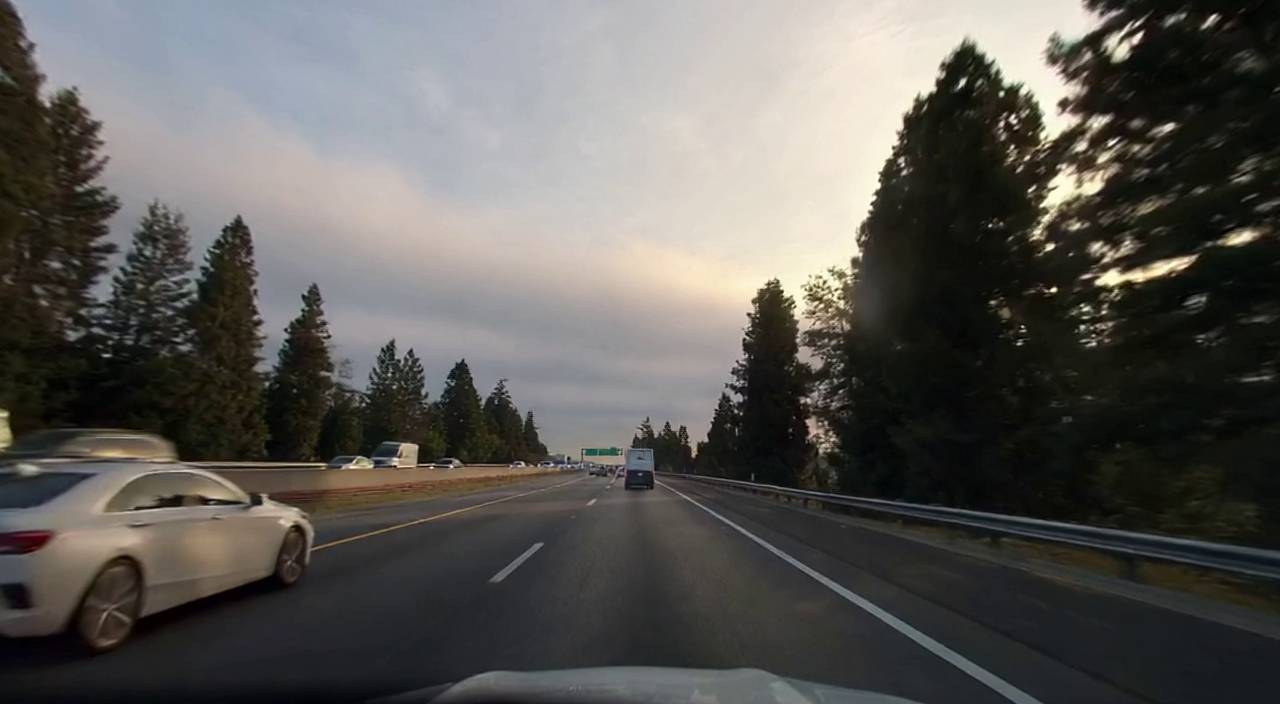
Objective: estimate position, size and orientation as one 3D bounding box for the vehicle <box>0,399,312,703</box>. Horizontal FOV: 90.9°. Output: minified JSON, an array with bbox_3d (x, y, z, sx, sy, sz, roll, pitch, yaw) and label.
[{"bbox_3d":[-4.262,1.212,4.091,2.100,1.605,3.883,1,-11,0],"label":"vehicle"}]

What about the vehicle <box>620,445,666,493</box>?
[{"bbox_3d":[0.151,6.884,37.179,2.482,2.549,5.447,1,-11,0],"label":"vehicle"}]

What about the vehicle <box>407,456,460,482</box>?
[{"bbox_3d":[-13.029,7.451,40.052,1.871,1.478,4.406,1,-11,0],"label":"vehicle"}]

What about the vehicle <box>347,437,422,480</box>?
[{"bbox_3d":[-17.322,7.342,43.119,2.544,2.700,5.950,1,-11,0],"label":"vehicle"}]

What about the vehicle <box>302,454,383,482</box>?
[{"bbox_3d":[-17.090,6.732,36.471,2.354,1.461,4.828,1,-11,-1],"label":"vehicle"}]
